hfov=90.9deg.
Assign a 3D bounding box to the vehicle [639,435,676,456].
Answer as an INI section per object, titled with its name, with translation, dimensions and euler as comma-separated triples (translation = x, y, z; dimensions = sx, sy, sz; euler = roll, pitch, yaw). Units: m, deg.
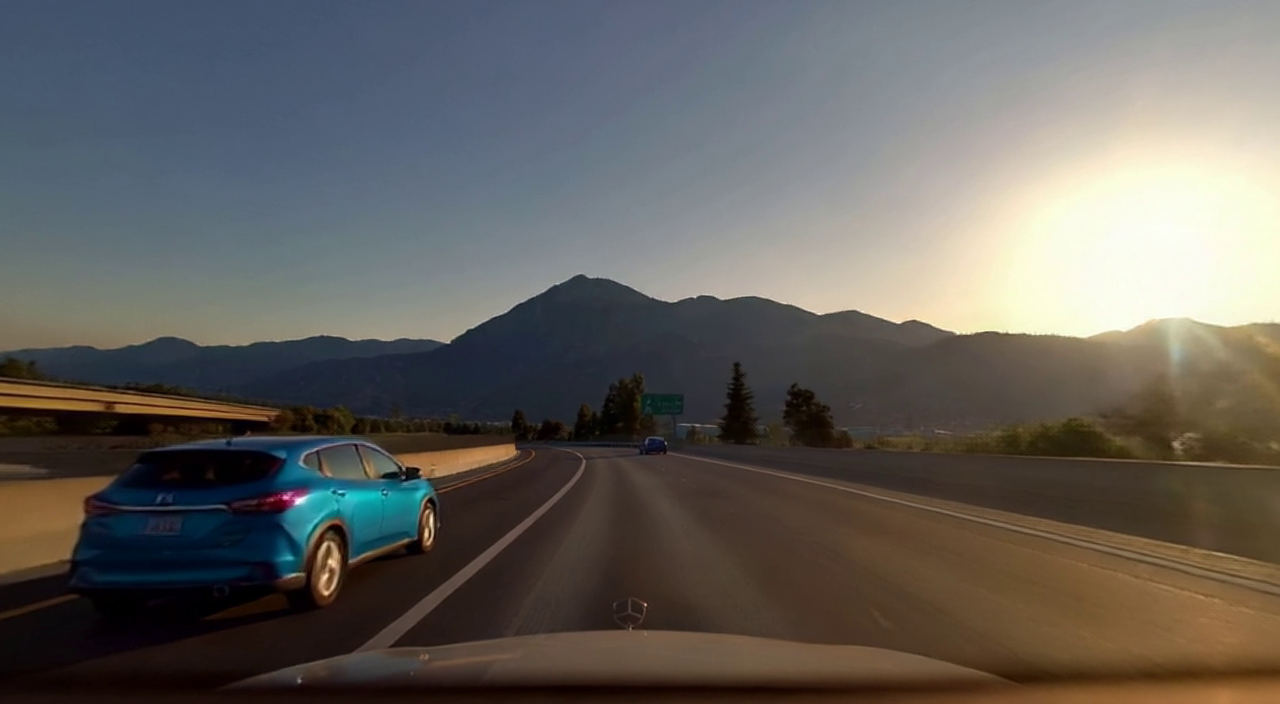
[vehicle]
translation = 1.202, 6.890, 46.350
dimensions = 1.985, 1.440, 4.466
euler = 1, -8, -8
